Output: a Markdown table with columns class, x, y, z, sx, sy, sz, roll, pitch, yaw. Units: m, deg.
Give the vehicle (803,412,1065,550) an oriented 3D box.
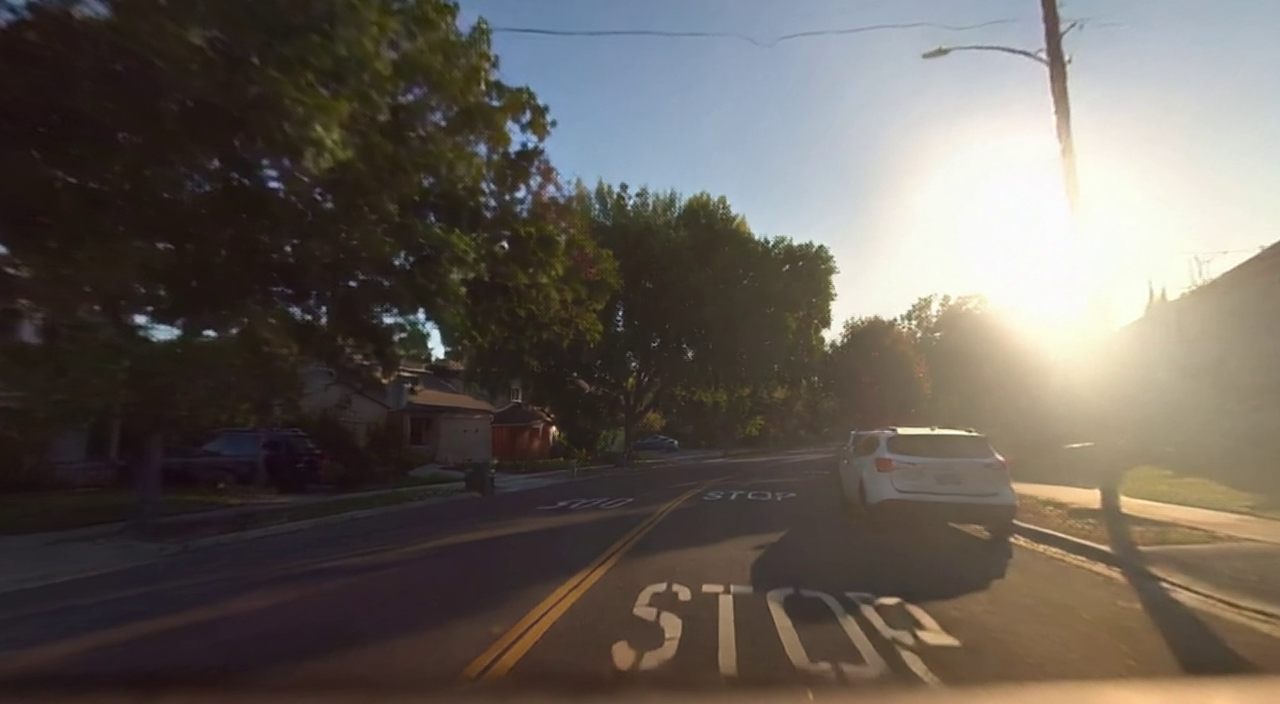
| class | x | y | z | sx | sy | sz | roll | pitch | yaw |
| --- | --- | --- | --- | --- | --- | --- | --- | --- | --- |
| vehicle | 4.220 | 1.934 | 10.212 | 2.692 | 1.649 | 4.689 | -2 | -9 | 11 |
